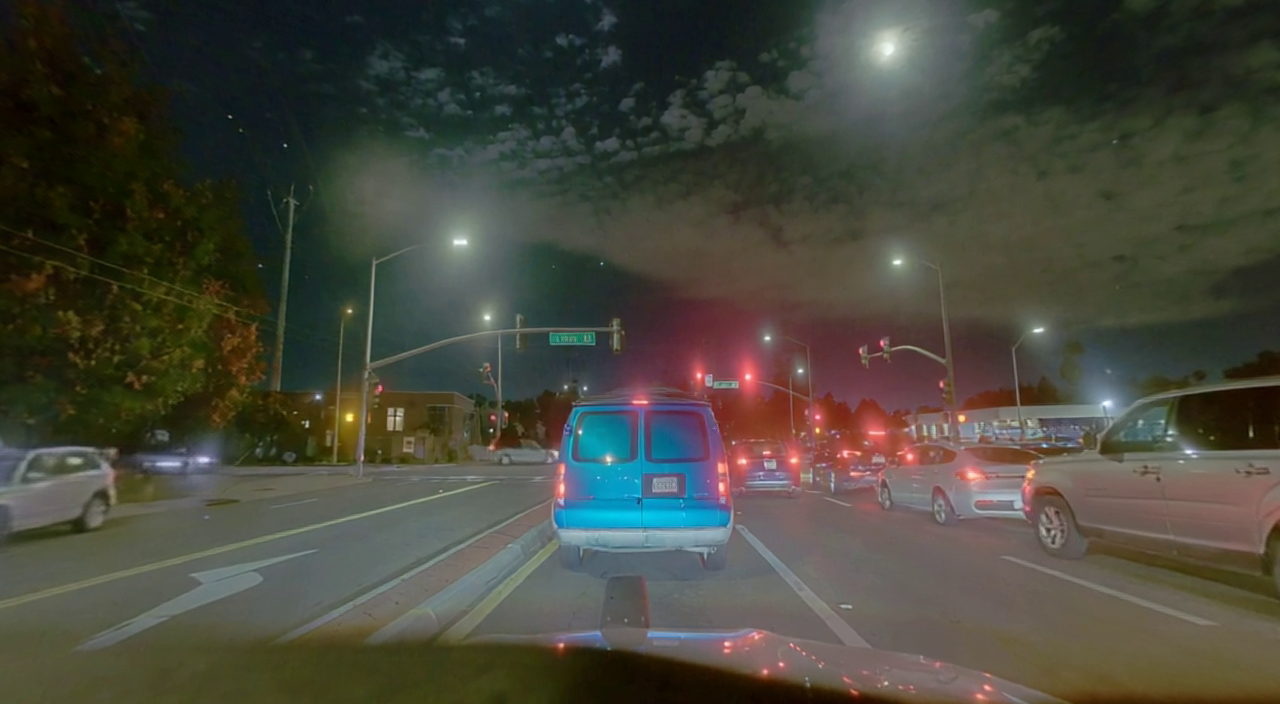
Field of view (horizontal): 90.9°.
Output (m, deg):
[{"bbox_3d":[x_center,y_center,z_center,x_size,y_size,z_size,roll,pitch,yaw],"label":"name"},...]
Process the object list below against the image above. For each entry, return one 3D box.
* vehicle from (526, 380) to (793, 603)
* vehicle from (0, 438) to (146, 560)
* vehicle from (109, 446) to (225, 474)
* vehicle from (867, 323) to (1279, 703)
[{"bbox_3d":[0.169,1.469,7.461,2.185,1.822,4.391,0,-8,0],"label":"vehicle"},{"bbox_3d":[-9.450,2.032,9.197,2.023,1.488,4.654,2,-9,-19],"label":"vehicle"},{"bbox_3d":[-26.061,5.970,34.873,4.664,1.449,1.992,1,-8,-5],"label":"vehicle"},{"bbox_3d":[2.892,0.952,3.180,1.971,1.663,4.287,0,-8,2],"label":"vehicle"}]
